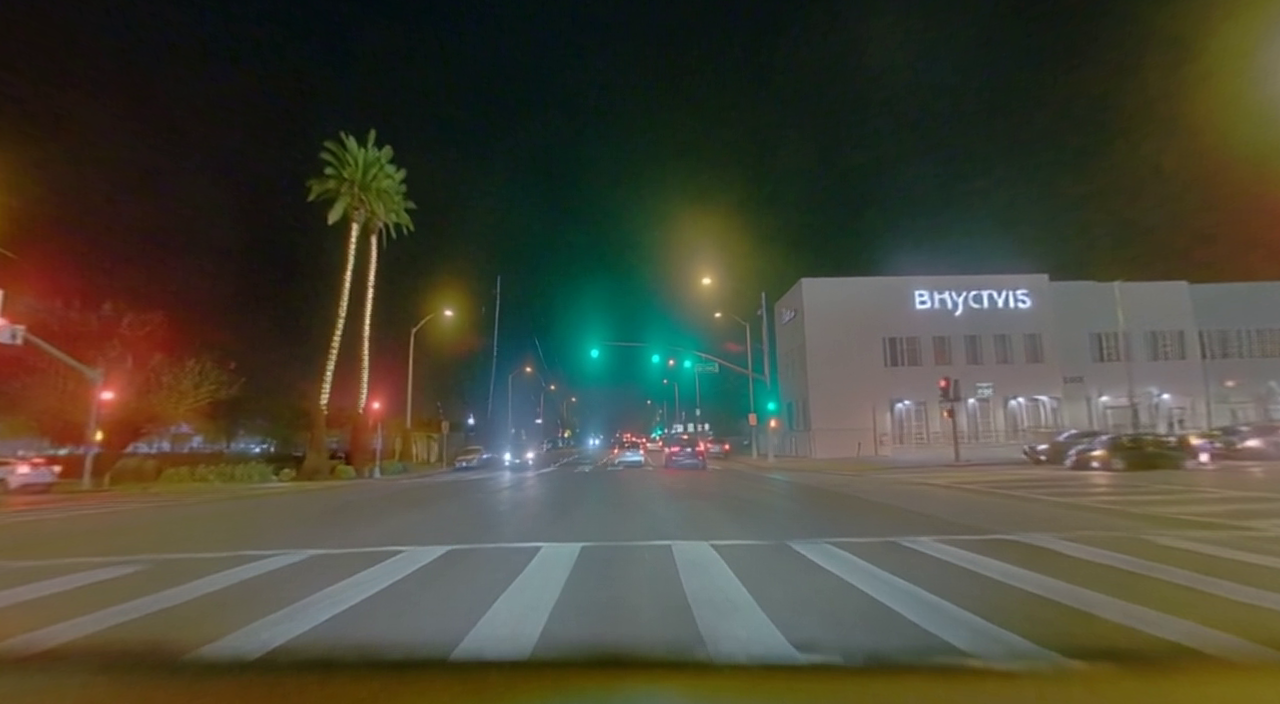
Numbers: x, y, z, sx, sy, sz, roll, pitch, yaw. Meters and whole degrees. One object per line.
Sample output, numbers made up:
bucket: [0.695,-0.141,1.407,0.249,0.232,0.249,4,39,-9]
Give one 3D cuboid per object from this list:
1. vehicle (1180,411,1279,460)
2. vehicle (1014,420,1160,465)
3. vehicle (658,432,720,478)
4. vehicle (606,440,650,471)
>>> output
vehicle: [25.604,3.405,25.755,5.130,1.875,2.118,0,-8,-1]
vehicle: [17.688,3.612,25.182,4.277,1.665,2.006,0,-8,-1]
vehicle: [1.895,4.157,25.828,2.003,1.702,4.288,0,-8,-3]
vehicle: [-0.649,5.164,31.719,2.088,1.452,3.993,0,-8,-2]
